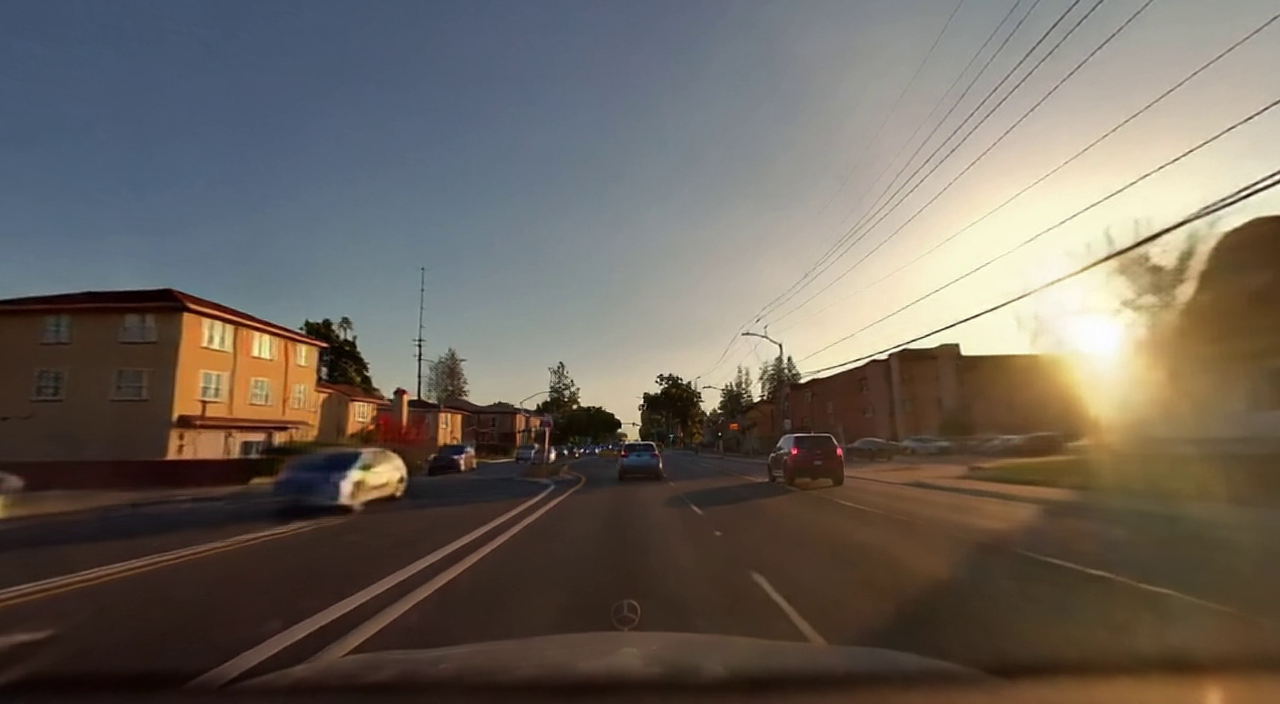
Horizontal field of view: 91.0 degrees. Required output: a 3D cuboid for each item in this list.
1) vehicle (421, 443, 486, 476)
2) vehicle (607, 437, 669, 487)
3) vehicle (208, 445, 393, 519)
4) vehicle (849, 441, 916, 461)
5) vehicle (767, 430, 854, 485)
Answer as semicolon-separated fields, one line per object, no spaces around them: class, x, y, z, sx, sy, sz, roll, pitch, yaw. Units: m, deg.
vehicle;-11.317;6.566;38.754;2.193;1.851;5.705;0;-9;1
vehicle;-0.099;4.119;23.845;2.138;1.702;4.168;0;-9;-1
vehicle;-7.967;3.066;15.432;1.941;1.514;4.618;0;-9;0
vehicle;19.085;7.786;49.702;4.415;1.519;1.907;0;-9;0
vehicle;6.360;4.008;24.090;2.061;1.889;4.268;0;-9;-1
